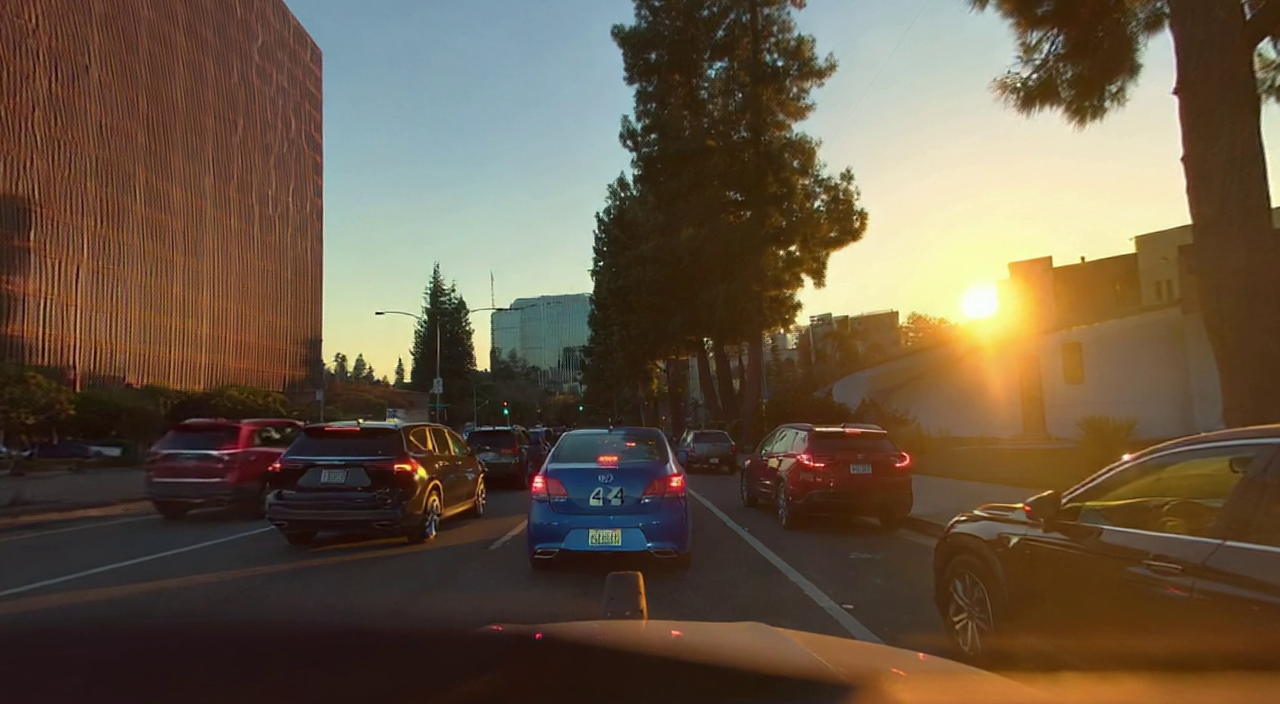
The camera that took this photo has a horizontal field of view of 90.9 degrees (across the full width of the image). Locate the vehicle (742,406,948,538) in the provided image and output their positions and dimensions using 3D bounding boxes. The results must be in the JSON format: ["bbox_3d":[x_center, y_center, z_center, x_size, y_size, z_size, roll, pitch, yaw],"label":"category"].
[{"bbox_3d":[3.344,2.083,11.526,2.117,1.879,4.715,0,-8,-1],"label":"vehicle"}]

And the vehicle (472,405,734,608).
[{"bbox_3d":[-0.348,1.586,7.416,2.114,1.631,4.459,0,-8,-1],"label":"vehicle"}]

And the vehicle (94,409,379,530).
[{"bbox_3d":[-7.137,2.146,12.082,2.066,1.814,5.097,0,-8,0],"label":"vehicle"}]

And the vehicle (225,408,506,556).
[{"bbox_3d":[-3.757,1.887,9.883,2.141,1.718,4.809,0,-8,1],"label":"vehicle"}]

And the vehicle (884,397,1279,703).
[{"bbox_3d":[3.243,1.069,3.367,2.045,1.459,4.462,0,-8,-1],"label":"vehicle"}]
